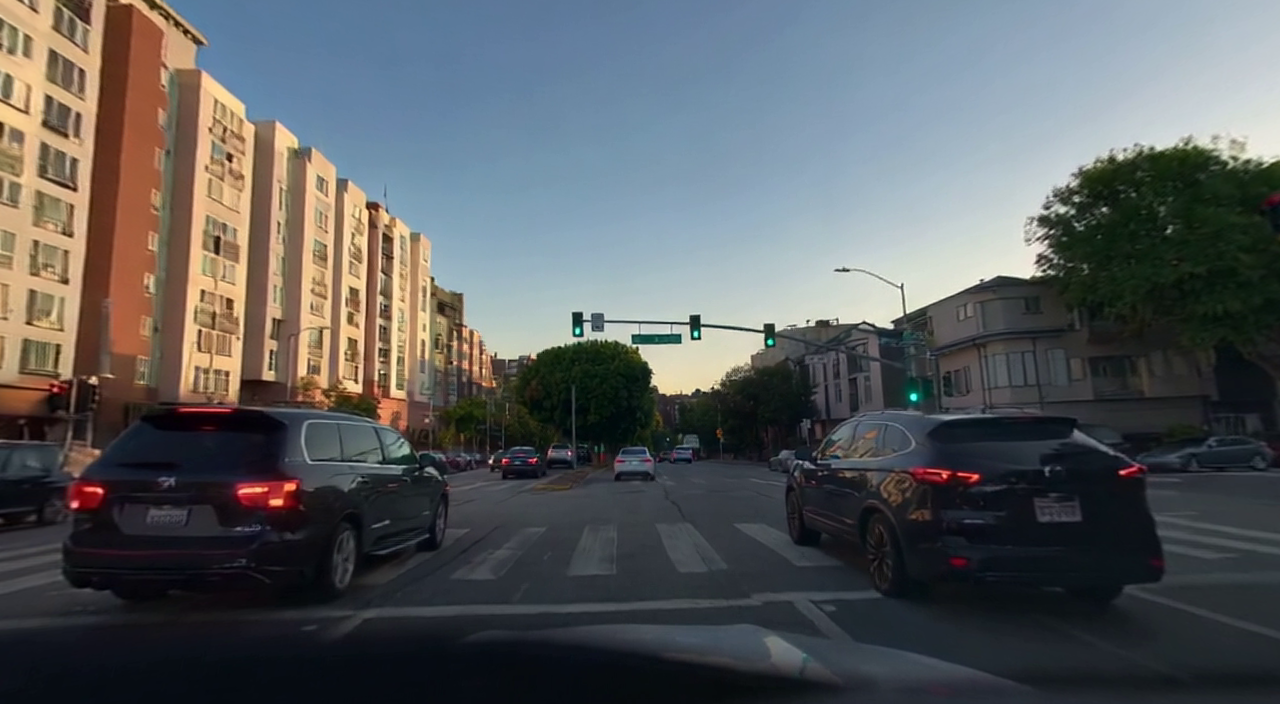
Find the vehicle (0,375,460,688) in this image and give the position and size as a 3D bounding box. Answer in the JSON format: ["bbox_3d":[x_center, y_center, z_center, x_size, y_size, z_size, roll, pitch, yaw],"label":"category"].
[{"bbox_3d":[-3.337,1.407,6.200,2.031,1.873,4.581,0,-8,-3],"label":"vehicle"}]

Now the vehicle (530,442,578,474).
[{"bbox_3d":[-5.153,6.414,38.506,2.275,1.816,4.923,0,-8,-1],"label":"vehicle"}]

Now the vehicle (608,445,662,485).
[{"bbox_3d":[-0.229,4.590,26.101,2.059,1.492,4.033,0,-8,-1],"label":"vehicle"}]

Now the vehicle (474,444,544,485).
[{"bbox_3d":[-5.665,4.918,27.907,2.062,1.532,4.830,-3,-9,0],"label":"vehicle"}]

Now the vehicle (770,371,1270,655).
[{"bbox_3d":[3.006,1.395,6.614,2.129,1.844,4.767,0,-8,-2],"label":"vehicle"}]

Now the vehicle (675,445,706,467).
[{"bbox_3d":[3.824,7.952,48.462,1.906,1.608,4.050,0,-8,-1],"label":"vehicle"}]
